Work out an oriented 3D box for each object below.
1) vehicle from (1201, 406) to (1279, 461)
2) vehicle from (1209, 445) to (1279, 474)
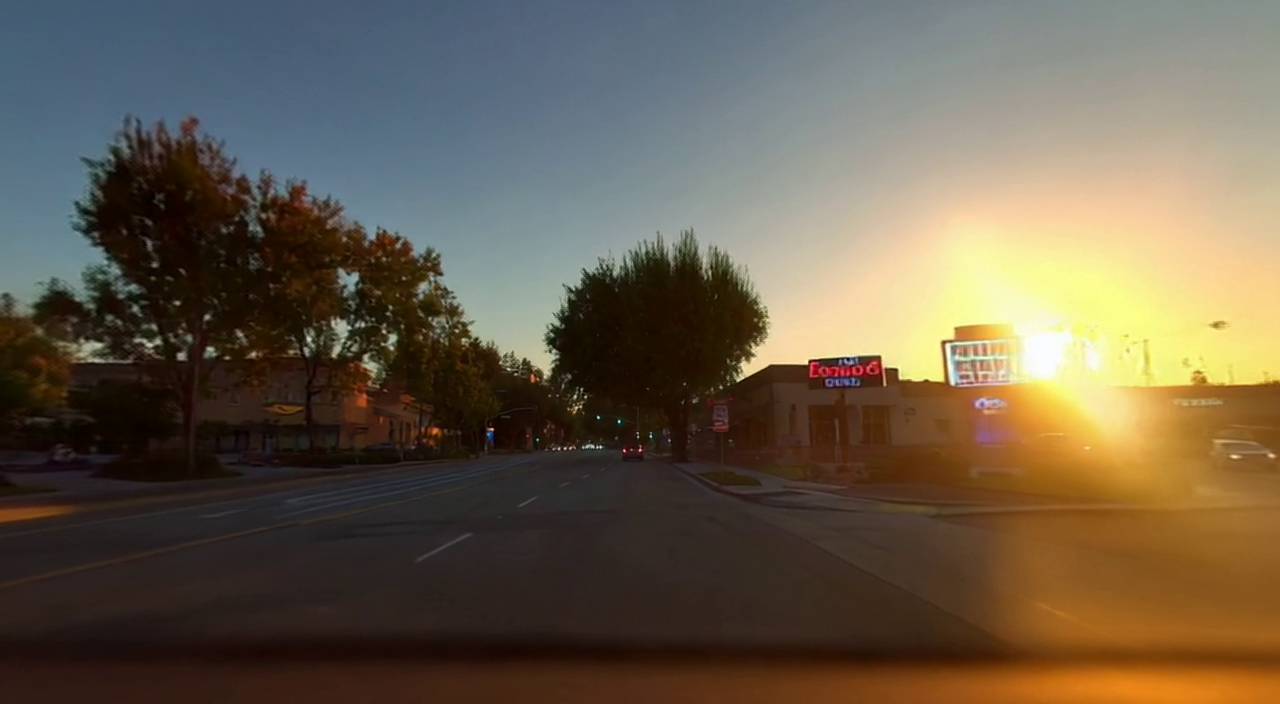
[{"bbox_3d":[47.497,6.168,47.009,8.056,3.948,3.075,1,-10,-2],"label":"vehicle"},{"bbox_3d":[33.282,5.776,34.021,4.411,1.457,2.013,4,-9,-24],"label":"vehicle"}]
